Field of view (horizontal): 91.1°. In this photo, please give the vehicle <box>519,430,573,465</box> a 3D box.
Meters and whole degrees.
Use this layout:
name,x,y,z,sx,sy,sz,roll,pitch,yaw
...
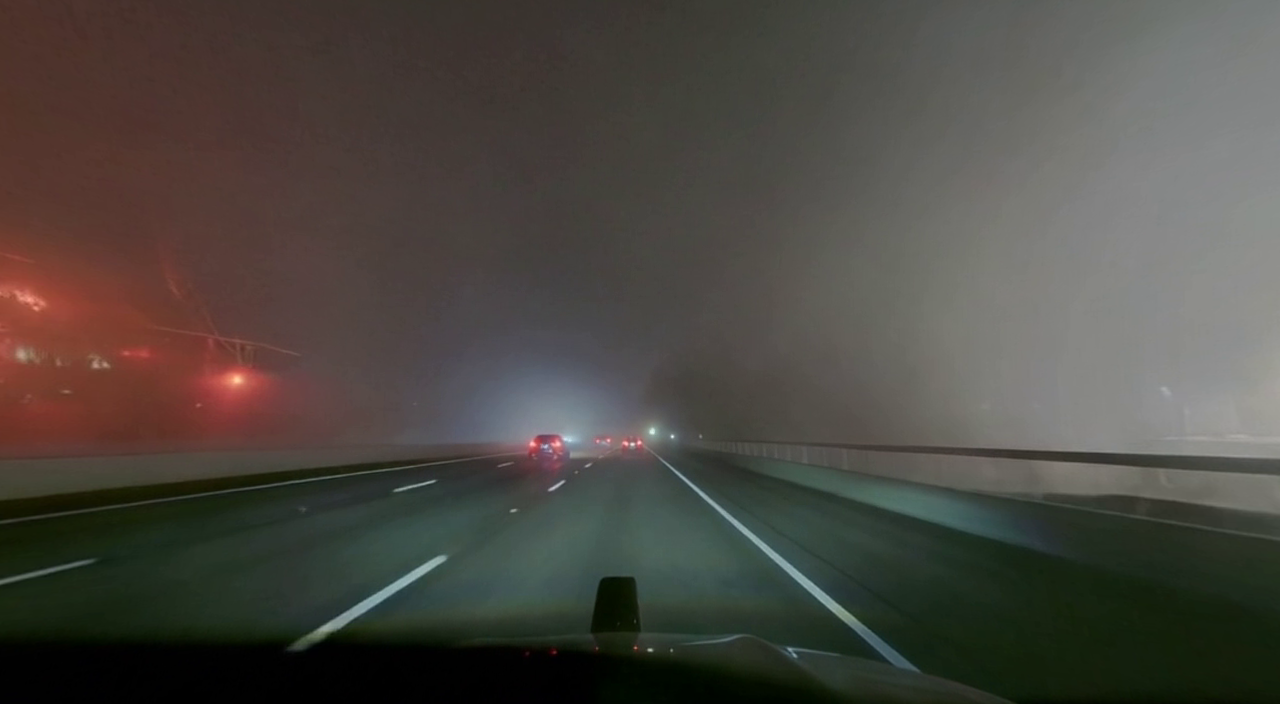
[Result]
name,x,y,z,sx,sy,sz,roll,pitch,yaw
vehicle,-4.624,4.782,31.643,2.036,1.612,4.510,0,-8,0
